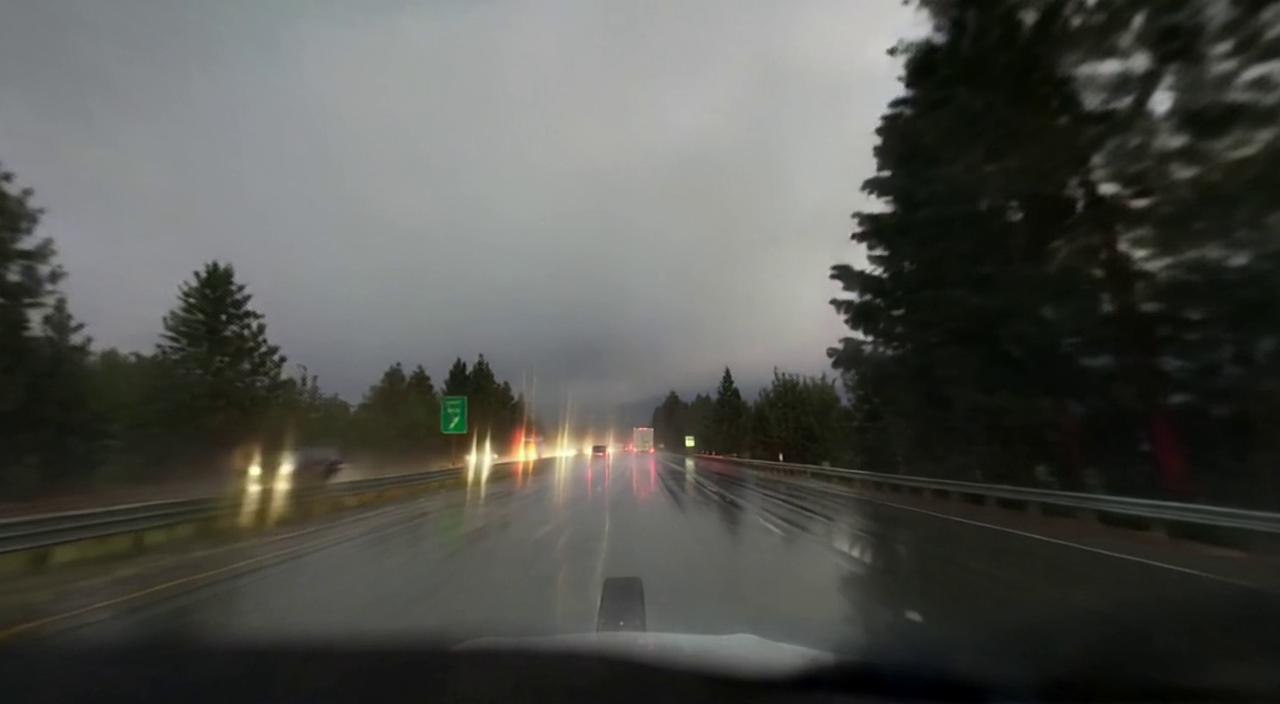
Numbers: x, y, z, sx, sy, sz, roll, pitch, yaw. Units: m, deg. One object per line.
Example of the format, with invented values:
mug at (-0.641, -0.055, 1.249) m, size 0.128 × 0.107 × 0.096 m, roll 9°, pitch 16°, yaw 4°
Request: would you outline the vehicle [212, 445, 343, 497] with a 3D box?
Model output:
vehicle at (-12.629, 4.138, 22.404) m, size 1.892 × 1.620 × 4.611 m, roll -1°, pitch -9°, yaw 1°
